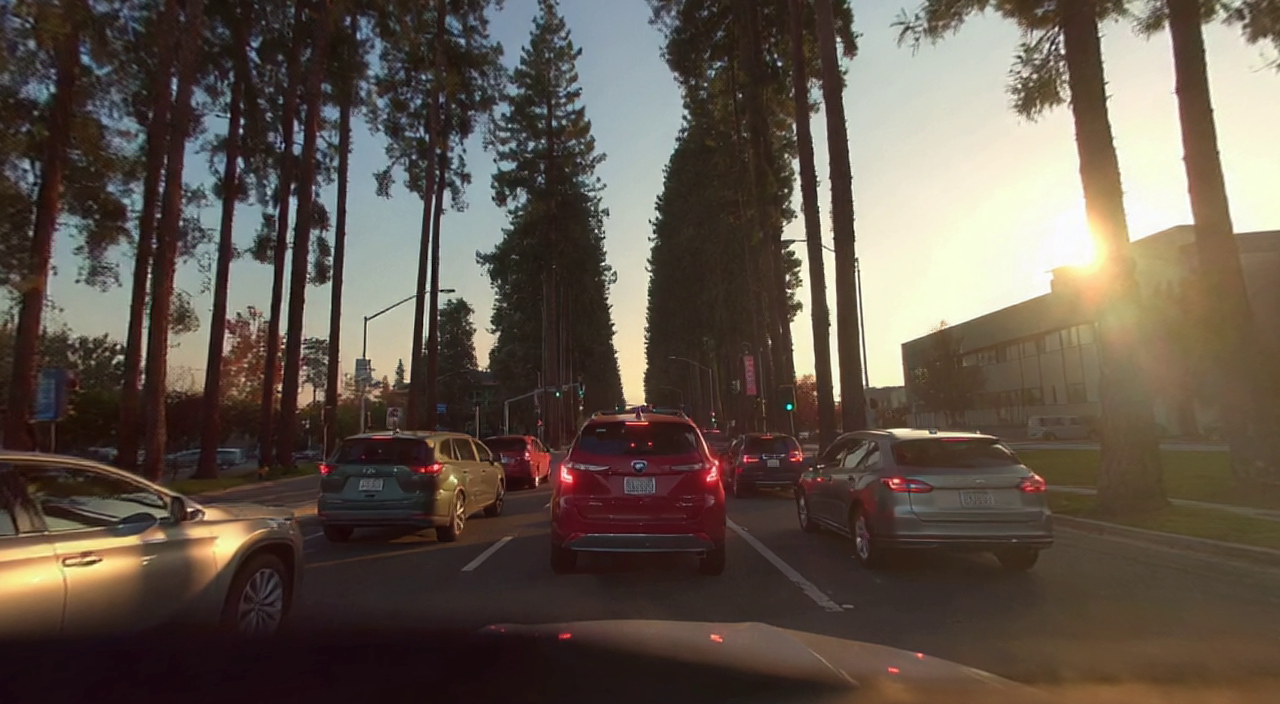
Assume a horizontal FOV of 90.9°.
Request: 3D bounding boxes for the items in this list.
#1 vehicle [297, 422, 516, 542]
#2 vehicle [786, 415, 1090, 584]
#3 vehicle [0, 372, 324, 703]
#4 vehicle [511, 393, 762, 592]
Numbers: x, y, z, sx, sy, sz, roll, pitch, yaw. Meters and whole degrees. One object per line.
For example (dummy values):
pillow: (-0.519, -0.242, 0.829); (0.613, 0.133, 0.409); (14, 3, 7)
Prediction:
vehicle: (-3.660, 2.112, 10.916); (2.042, 1.641, 4.314); (0, -8, 1)
vehicle: (3.262, 1.667, 7.858); (1.922, 1.579, 3.642); (0, -8, -1)
vehicle: (-3.781, 0.991, 3.292); (1.929, 1.641, 4.193); (0, -8, 2)
vehicle: (-0.009, 1.534, 7.640); (2.193, 1.744, 4.033); (0, -8, 1)
